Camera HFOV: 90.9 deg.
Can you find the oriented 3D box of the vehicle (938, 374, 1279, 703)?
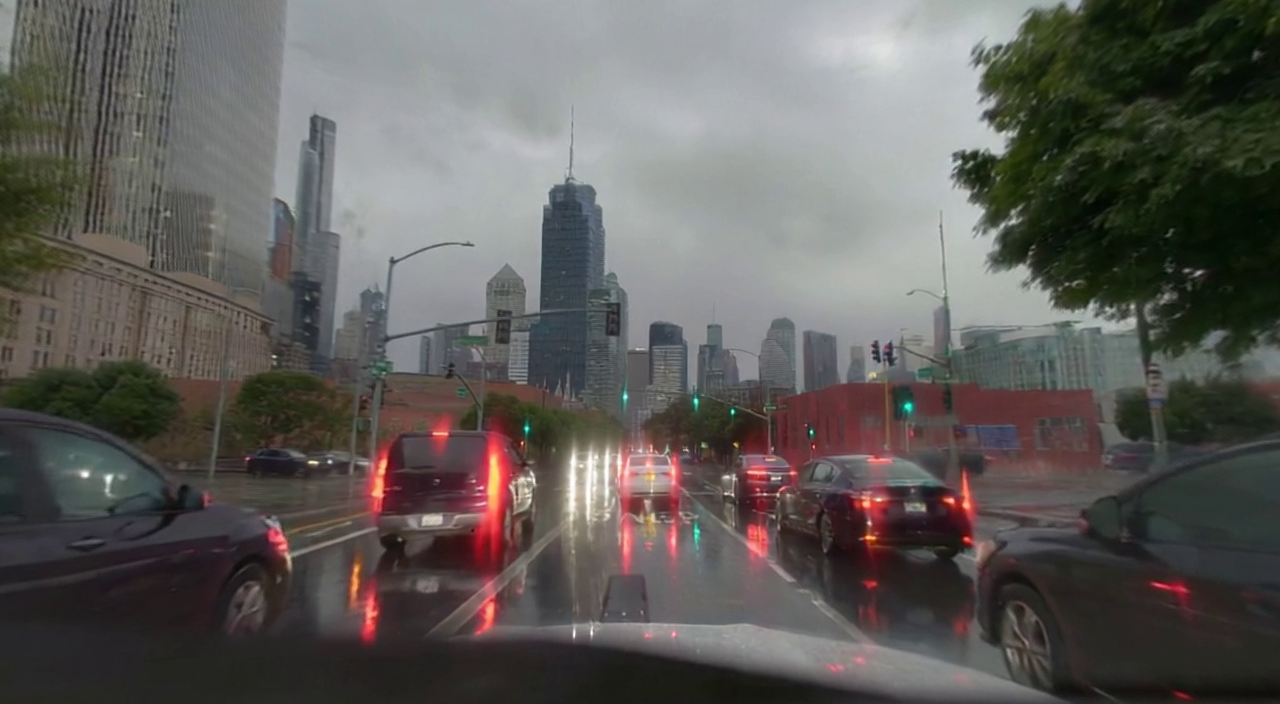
[{"bbox_3d":[3.296,0.948,2.487,2.179,1.631,4.173,0,-9,0],"label":"vehicle"}]

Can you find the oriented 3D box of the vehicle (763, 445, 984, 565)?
[{"bbox_3d":[3.501,2.349,10.560,1.973,1.537,4.533,0,-9,0],"label":"vehicle"}]

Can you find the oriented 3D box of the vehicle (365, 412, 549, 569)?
[{"bbox_3d":[-2.675,2.093,10.191,1.683,2.039,3.703,0,-9,3],"label":"vehicle"}]

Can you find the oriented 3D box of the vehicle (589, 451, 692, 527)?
[{"bbox_3d":[0.010,2.996,14.360,2.031,1.461,3.763,0,-9,0],"label":"vehicle"}]

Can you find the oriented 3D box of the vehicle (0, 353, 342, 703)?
[{"bbox_3d":[-3.391,0.969,2.837,2.046,1.744,4.407,0,-9,-2],"label":"vehicle"}]
